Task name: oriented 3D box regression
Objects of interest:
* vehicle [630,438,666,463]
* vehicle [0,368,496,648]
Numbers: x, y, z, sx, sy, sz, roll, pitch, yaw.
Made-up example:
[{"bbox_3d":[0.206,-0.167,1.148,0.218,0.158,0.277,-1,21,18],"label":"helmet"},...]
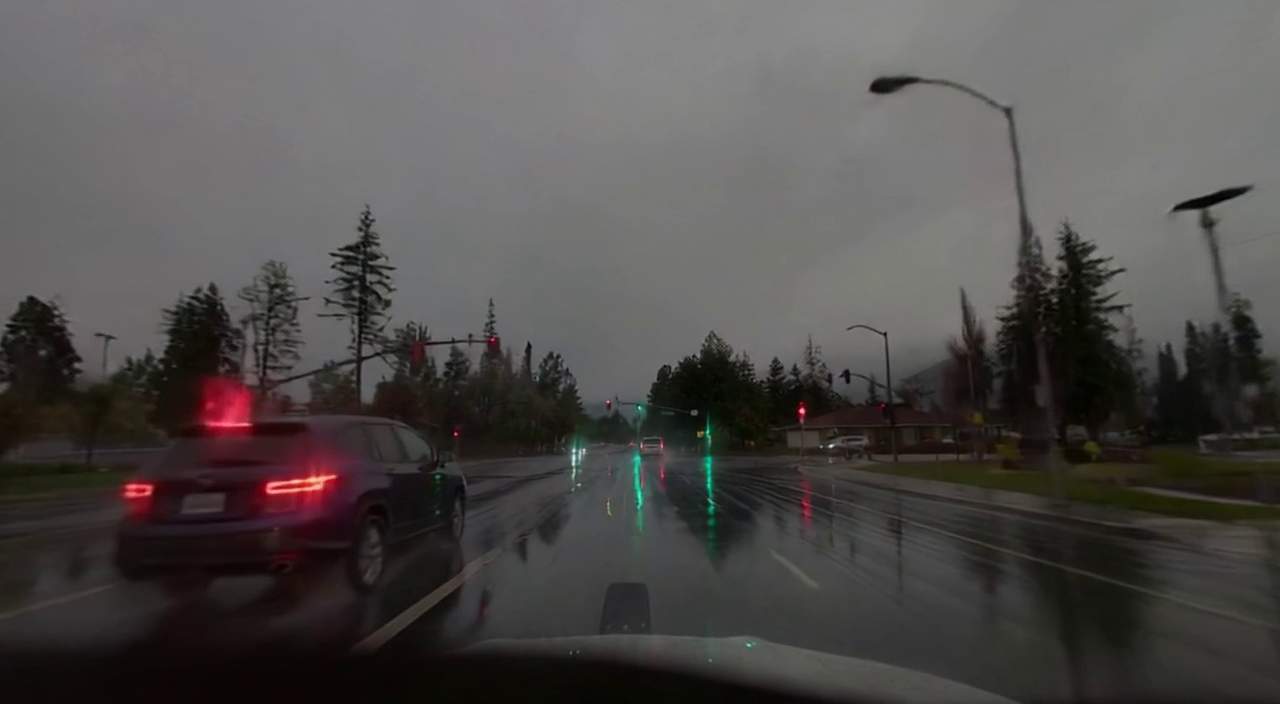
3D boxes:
[{"bbox_3d":[0.536,7.202,46.193,2.437,1.737,4.420,0,-8,-1],"label":"vehicle"},{"bbox_3d":[-3.506,1.411,6.905,2.459,1.825,5.380,-1,-8,2],"label":"vehicle"}]
